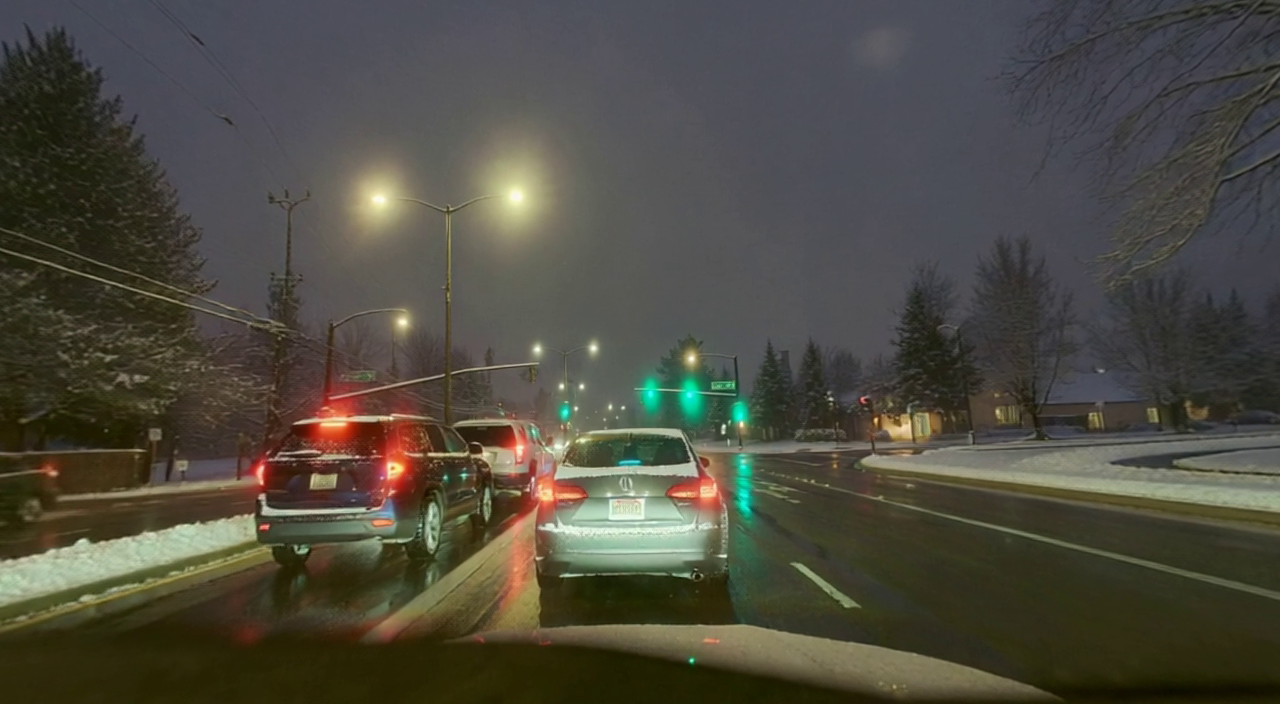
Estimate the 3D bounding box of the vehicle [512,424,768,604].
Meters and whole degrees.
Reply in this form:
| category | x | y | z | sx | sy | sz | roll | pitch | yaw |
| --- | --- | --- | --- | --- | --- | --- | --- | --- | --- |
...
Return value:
| category | x | y | z | sx | sy | sz | roll | pitch | yaw |
| --- | --- | --- | --- | --- | --- | --- | --- | --- | --- |
| vehicle | -0.054 | 1.642 | 7.312 | 2.126 | 1.475 | 3.967 | 0 | -8 | -2 |

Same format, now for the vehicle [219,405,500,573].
| category | x | y | z | sx | sy | sz | roll | pitch | yaw |
| --- | --- | --- | --- | --- | --- | --- | --- | --- | --- |
| vehicle | -3.432 | 1.759 | 8.847 | 2.046 | 1.751 | 4.208 | 0 | -8 | -1 |
